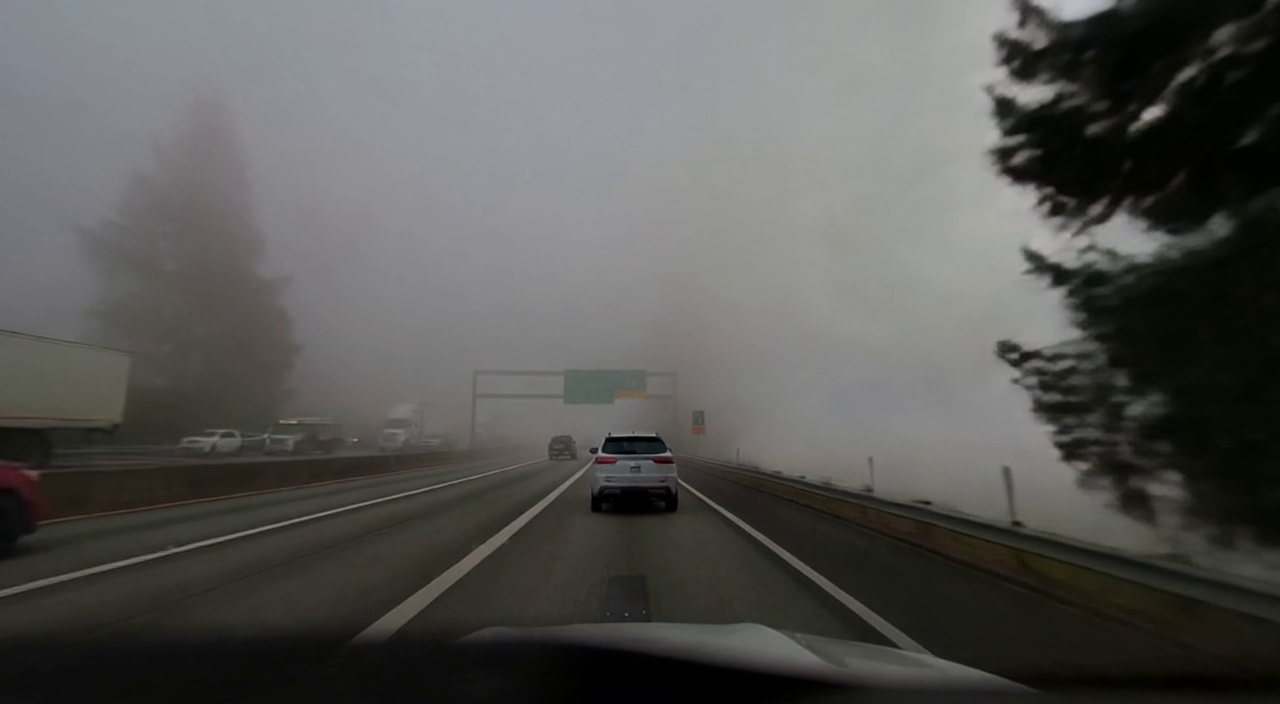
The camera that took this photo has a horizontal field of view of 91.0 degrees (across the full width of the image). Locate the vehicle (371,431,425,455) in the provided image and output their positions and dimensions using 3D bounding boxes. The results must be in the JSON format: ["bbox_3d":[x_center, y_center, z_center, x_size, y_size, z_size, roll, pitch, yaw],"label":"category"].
[{"bbox_3d":[-15.640,5.917,40.873,1.865,1.476,4.348,0,-8,-1],"label":"vehicle"}]

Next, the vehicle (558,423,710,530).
[{"bbox_3d":[-0.122,2.069,11.132,2.127,1.497,4.445,0,-8,-1],"label":"vehicle"}]

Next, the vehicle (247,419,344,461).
[{"bbox_3d":[-14.917,3.872,27.535,1.895,1.683,4.224,0,-8,-1],"label":"vehicle"}]

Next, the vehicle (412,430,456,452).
[{"bbox_3d":[-15.784,6.848,48.326,2.004,1.551,4.231,0,-8,-1],"label":"vehicle"}]

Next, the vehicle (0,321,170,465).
[{"bbox_3d":[-18.775,1.394,18.957,2.864,3.858,8.249,0,-8,-1],"label":"vehicle"}]

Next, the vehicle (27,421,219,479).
[{"bbox_3d":[-14.700,2.817,18.291,1.903,1.473,4.391,0,-8,-1],"label":"vehicle"}]

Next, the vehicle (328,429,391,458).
[{"bbox_3d":[-15.415,5.061,34.756,1.773,1.481,3.722,0,-8,-1],"label":"vehicle"}]
